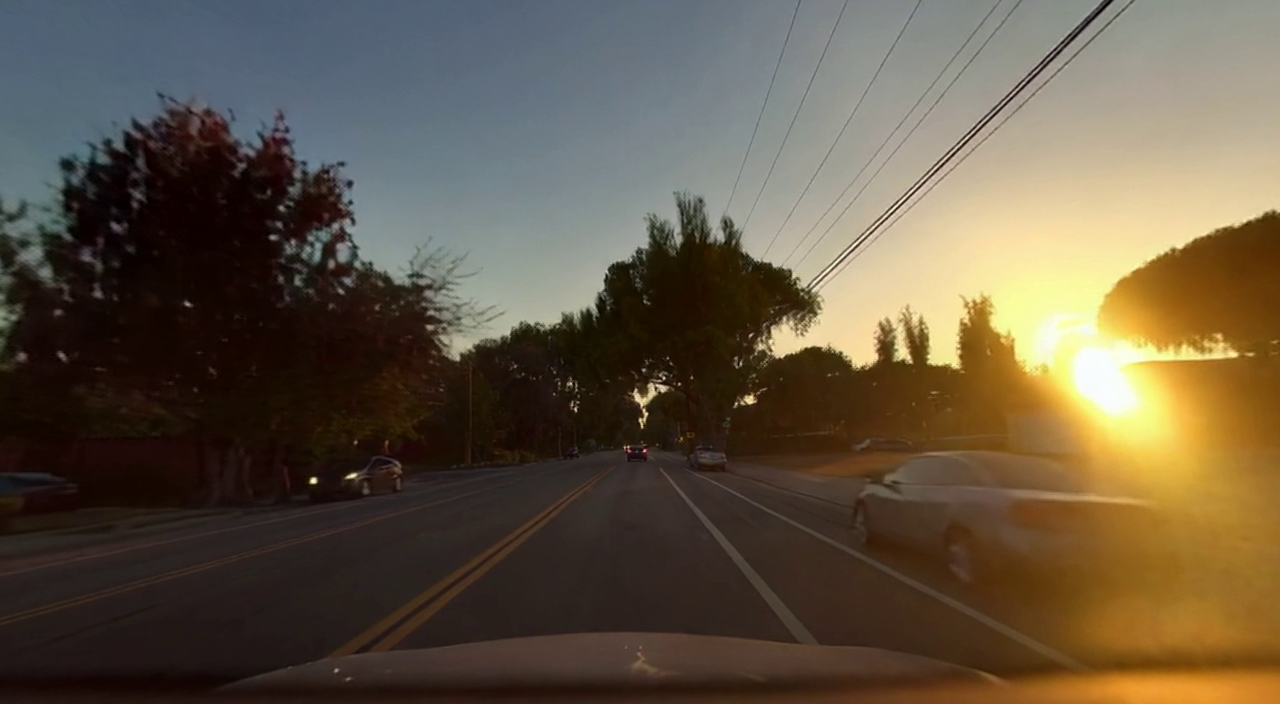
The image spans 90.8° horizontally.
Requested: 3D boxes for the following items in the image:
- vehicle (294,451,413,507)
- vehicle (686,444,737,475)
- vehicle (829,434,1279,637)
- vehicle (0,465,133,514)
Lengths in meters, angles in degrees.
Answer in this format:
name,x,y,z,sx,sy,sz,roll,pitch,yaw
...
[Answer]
name,x,y,z,sx,sy,sz,roll,pitch,yaw
vehicle,-11.159,4.923,25.167,2.086,1.711,5.661,-6,-8,0
vehicle,4.073,6.175,36.628,2.124,1.524,4.698,4,-9,-2
vehicle,3.859,1.716,7.042,2.014,1.498,4.484,1,-8,-1
vehicle,-18.616,4.194,19.431,4.326,1.355,1.812,1,-9,-4
